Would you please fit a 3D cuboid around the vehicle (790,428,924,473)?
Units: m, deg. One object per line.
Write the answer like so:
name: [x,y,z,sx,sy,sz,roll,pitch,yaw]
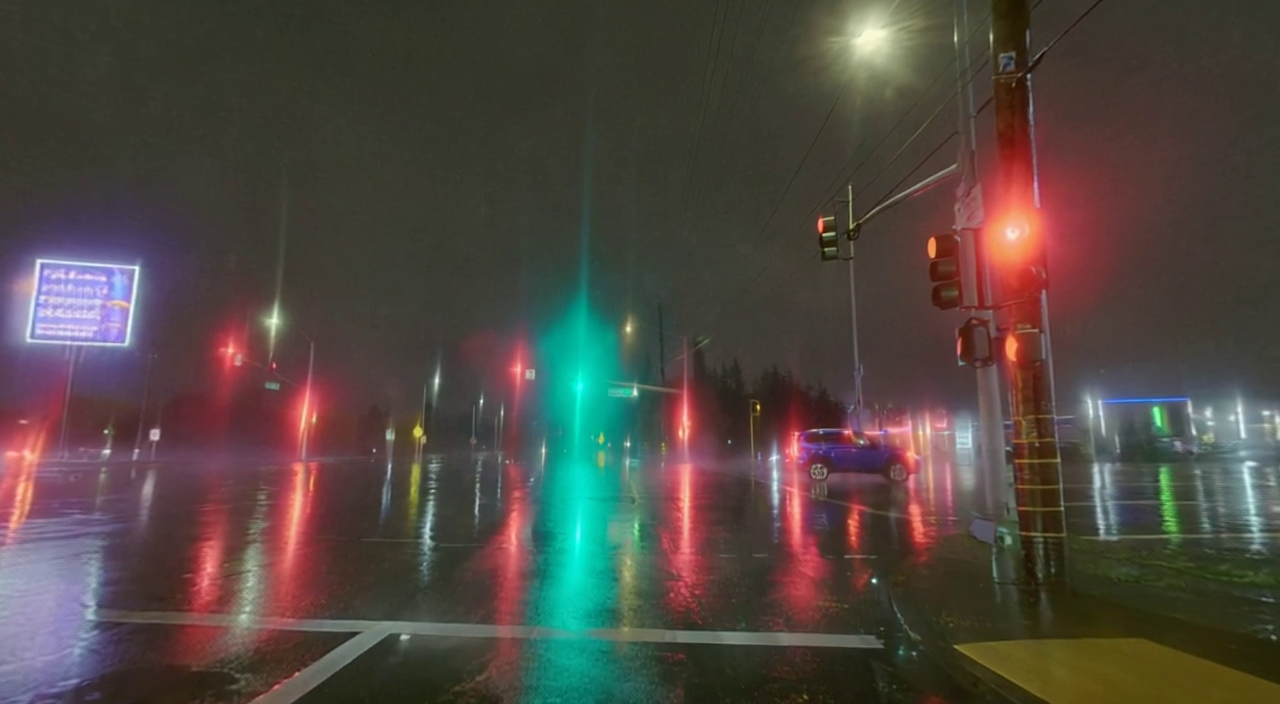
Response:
vehicle: [8.699,4.021,25.727,4.884,1.714,2.021,-2,-9,12]
